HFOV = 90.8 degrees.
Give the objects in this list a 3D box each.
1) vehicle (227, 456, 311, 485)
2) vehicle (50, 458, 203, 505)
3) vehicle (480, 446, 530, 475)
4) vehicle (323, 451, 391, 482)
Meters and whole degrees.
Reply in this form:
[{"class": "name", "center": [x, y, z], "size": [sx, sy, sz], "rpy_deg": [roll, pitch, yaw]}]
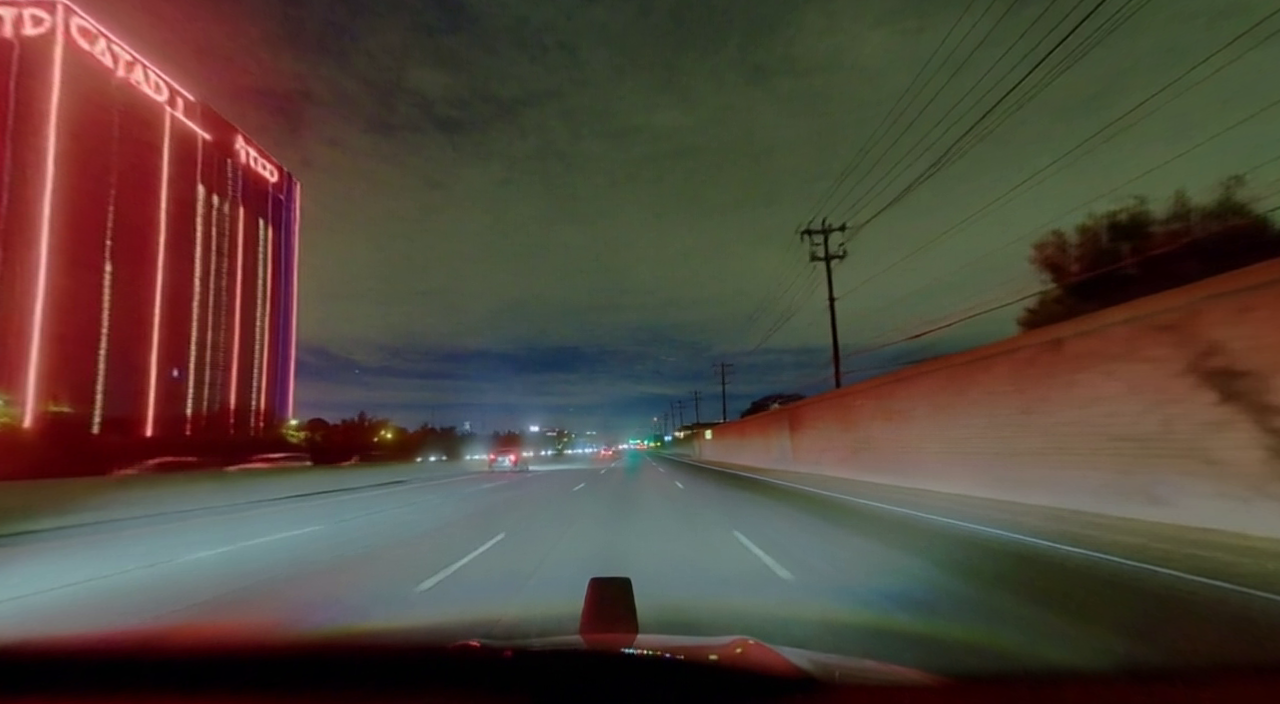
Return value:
[{"class": "vehicle", "center": [-22.074, 7.022, 37.850], "size": [1.954, 1.514, 4.983], "rpy_deg": [0, -9, 0]}, {"class": "vehicle", "center": [-18.778, 4.710, 23.438], "size": [1.905, 1.462, 4.471], "rpy_deg": [0, -9, 0]}, {"class": "vehicle", "center": [-7.756, 6.253, 36.588], "size": [2.013, 1.574, 3.923], "rpy_deg": [0, -9, 0]}, {"class": "vehicle", "center": [-14.907, 6.023, 33.464], "size": [1.759, 1.469, 3.876], "rpy_deg": [0, -9, 0]}]
